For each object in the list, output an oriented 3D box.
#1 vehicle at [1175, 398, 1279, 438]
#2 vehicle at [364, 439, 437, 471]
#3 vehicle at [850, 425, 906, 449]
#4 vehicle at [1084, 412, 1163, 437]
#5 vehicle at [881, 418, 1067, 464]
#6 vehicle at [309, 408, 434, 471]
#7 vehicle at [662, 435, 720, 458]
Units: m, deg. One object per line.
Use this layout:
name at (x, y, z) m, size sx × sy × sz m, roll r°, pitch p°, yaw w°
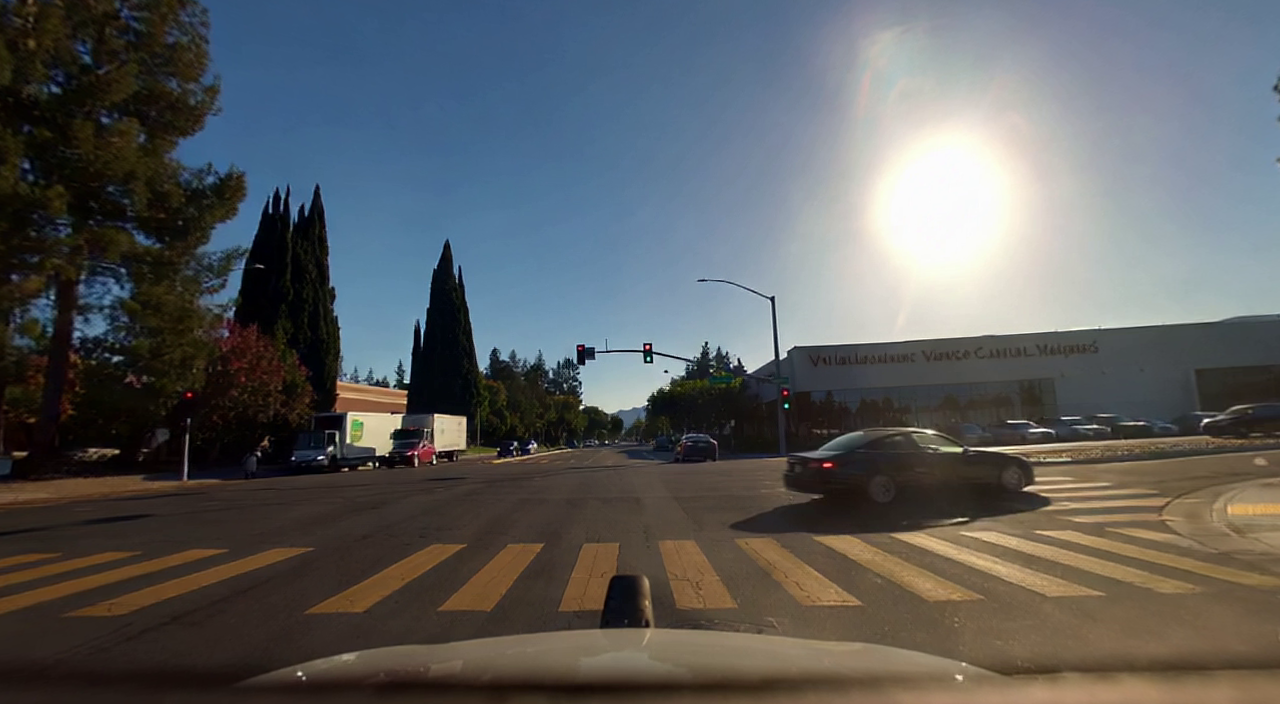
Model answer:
vehicle at (27.292, 2.999, 28.318) m, size 4.566 × 1.670 × 2.000 m, roll 0°, pitch -8°, yaw 0°
vehicle at (-12.123, 5.230, 32.228) m, size 1.996 × 1.489 × 4.566 m, roll 0°, pitch -8°, yaw -1°
vehicle at (17.376, 6.229, 46.148) m, size 3.329 × 1.415 × 1.821 m, roll -6°, pitch -9°, yaw 2°
vehicle at (31.349, 4.763, 41.002) m, size 1.823 × 1.480 × 4.003 m, roll 0°, pitch -8°, yaw -3°
vehicle at (10.782, 2.920, 20.664) m, size 4.994 × 1.416 × 1.783 m, roll -1°, pitch -8°, yaw 5°
vehicle at (-16.704, 5.652, 40.473) m, size 3.161 × 3.455 × 11.058 m, roll 0°, pitch -8°, yaw 0°
vehicle at (3.326, 6.287, 41.839) m, size 1.884 × 1.419 × 4.448 m, roll 4°, pitch -9°, yaw -25°
